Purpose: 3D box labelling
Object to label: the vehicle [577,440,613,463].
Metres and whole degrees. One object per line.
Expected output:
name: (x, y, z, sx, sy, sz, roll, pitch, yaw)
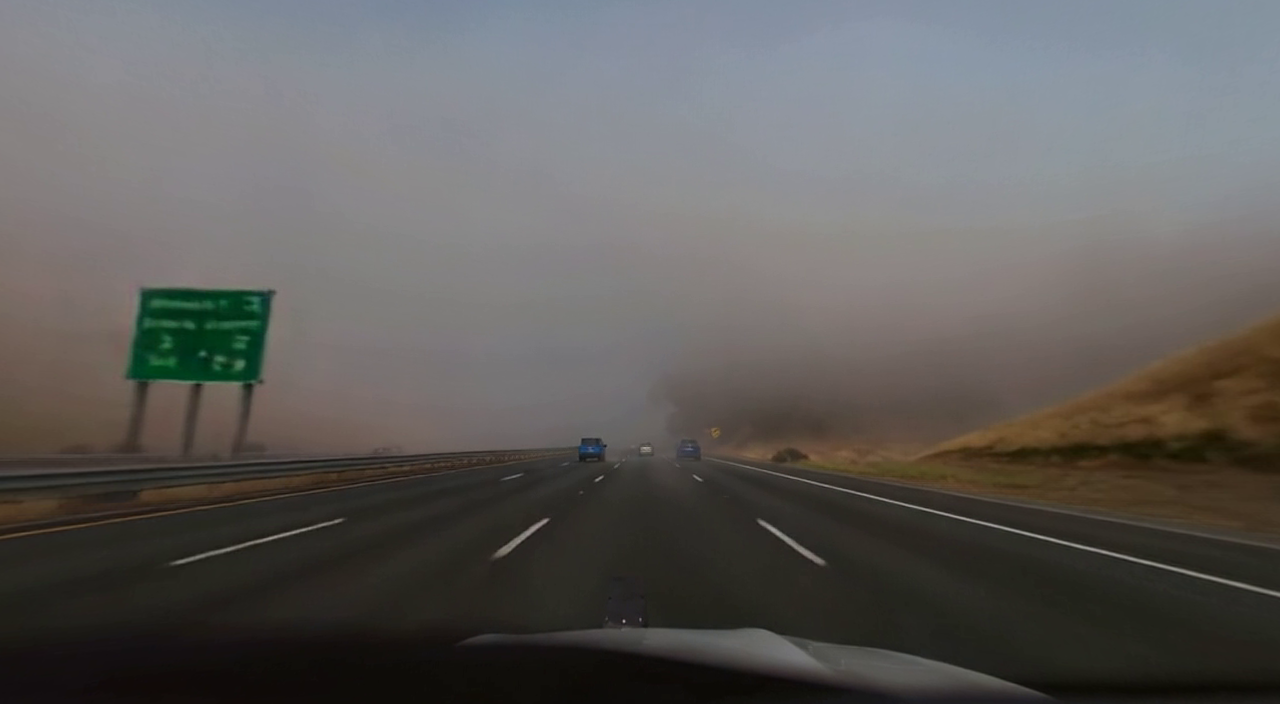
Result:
vehicle: (-3.215, 7.191, 45.592, 2.159, 1.562, 4.441, 0, -8, 1)
